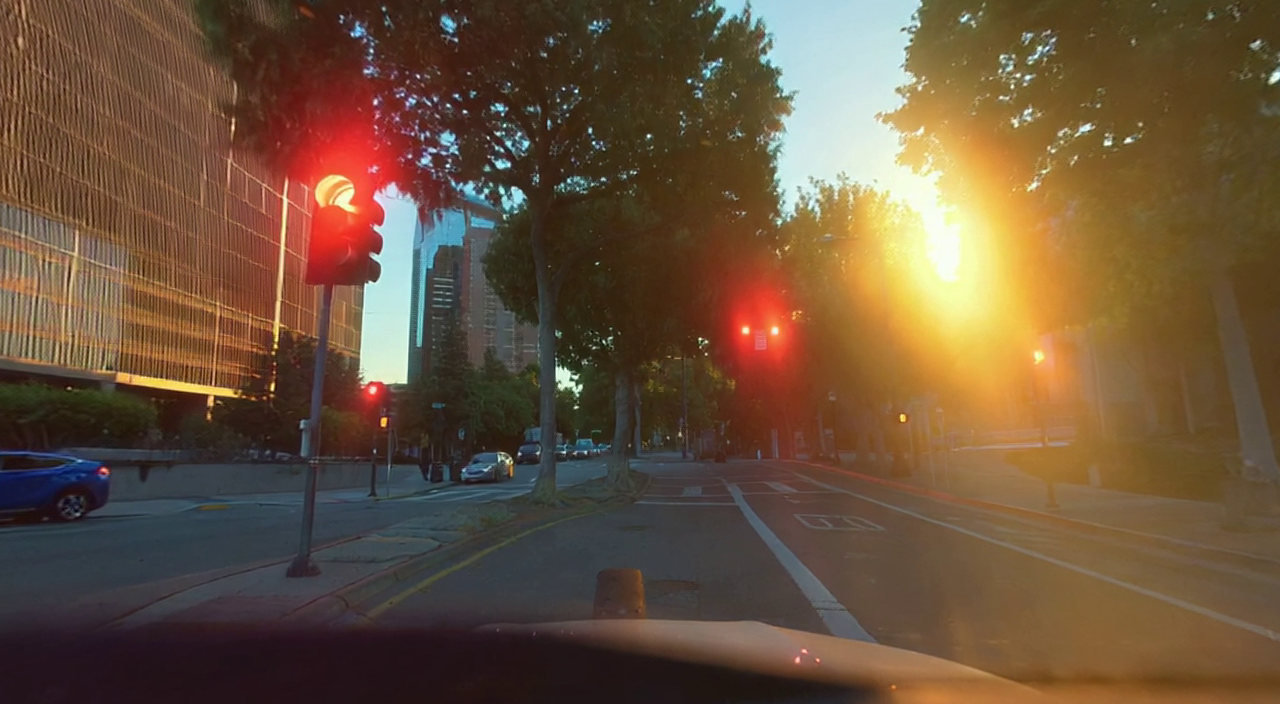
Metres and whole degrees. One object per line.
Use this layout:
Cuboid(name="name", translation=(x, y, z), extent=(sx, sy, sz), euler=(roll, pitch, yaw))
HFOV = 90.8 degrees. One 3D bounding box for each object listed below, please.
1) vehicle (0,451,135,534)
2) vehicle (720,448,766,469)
Cuboid(name="vehicle", translation=(-12.859, 2.712, 12.270), extent=(4.598, 1.490, 1.816), euler=(7, -11, -40))
Cuboid(name="vehicle", translation=(7.857, 8.121, 48.415), extent=(1.829, 1.440, 4.384), euler=(2, -9, -14))
